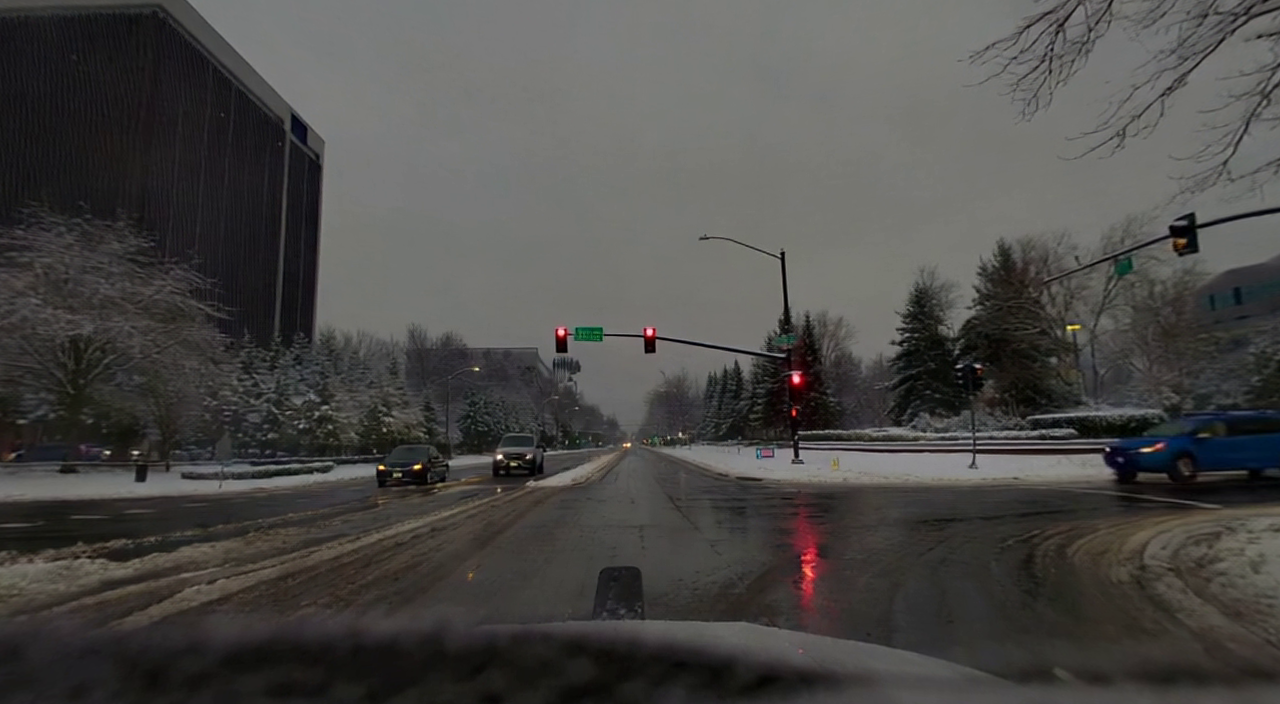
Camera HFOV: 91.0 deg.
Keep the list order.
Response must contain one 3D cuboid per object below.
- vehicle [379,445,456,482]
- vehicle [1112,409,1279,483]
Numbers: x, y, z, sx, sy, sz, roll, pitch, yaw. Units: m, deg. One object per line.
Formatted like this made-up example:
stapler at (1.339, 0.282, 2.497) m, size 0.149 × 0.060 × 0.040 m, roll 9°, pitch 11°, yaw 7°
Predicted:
vehicle at (-11.682, 5.864, 33.448) m, size 2.069 × 1.771 × 4.947 m, roll 0°, pitch -9°, yaw 3°
vehicle at (17.279, 2.760, 18.417) m, size 5.315 × 2.004 × 1.977 m, roll 0°, pitch -9°, yaw -1°
